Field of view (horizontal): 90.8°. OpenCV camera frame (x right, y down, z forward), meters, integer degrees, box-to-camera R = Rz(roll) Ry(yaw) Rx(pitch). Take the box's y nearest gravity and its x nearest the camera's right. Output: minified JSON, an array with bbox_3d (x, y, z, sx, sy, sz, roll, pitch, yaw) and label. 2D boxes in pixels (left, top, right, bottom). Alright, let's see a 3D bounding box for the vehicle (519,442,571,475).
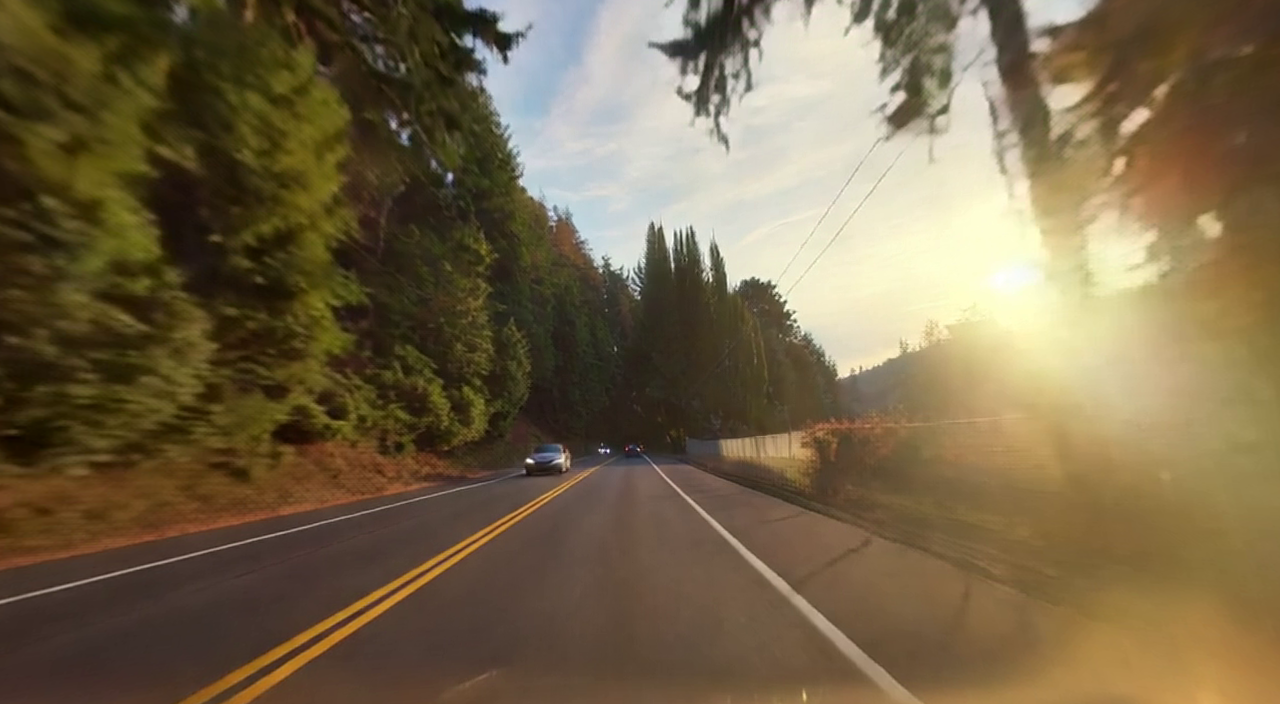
[{"bbox_3d":[-5.070,5.754,34.443,2.129,1.664,4.528,0,-8,0],"label":"vehicle"}]
